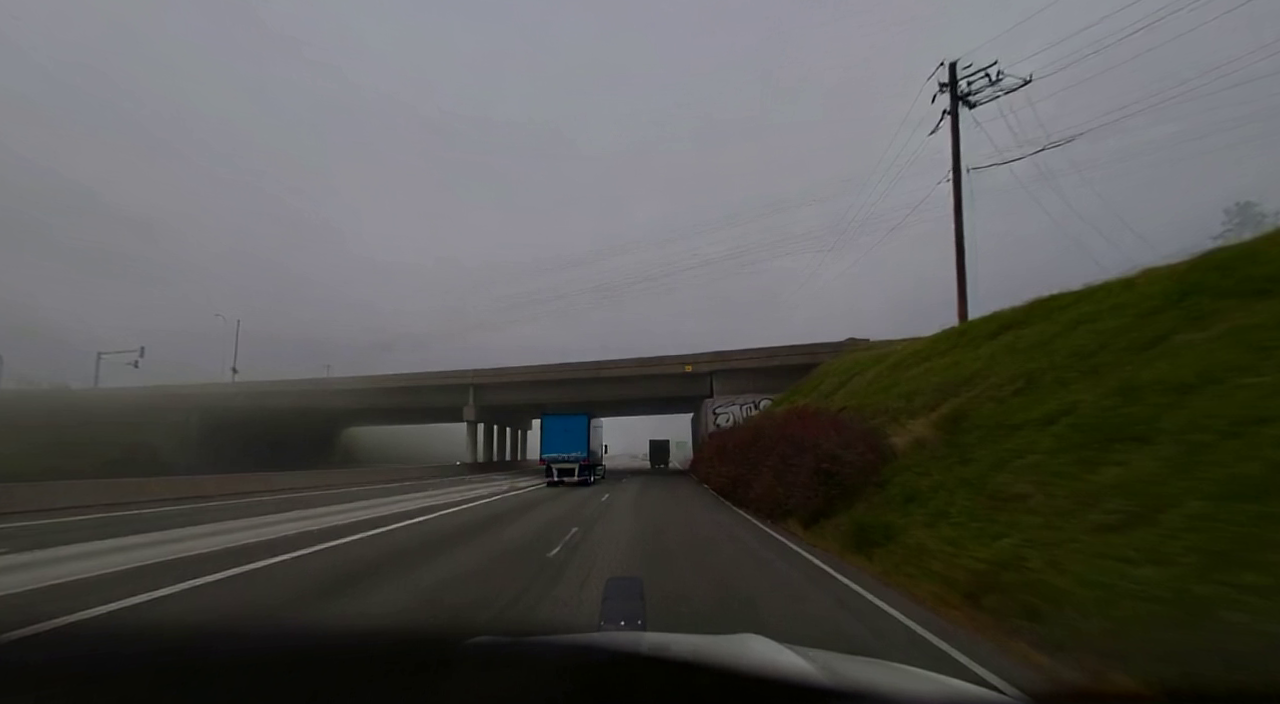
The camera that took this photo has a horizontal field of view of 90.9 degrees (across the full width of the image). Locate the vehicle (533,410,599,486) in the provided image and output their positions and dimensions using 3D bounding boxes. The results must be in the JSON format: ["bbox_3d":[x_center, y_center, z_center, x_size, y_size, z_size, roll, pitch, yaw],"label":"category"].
[{"bbox_3d":[-4.242,5.801,38.192,2.955,4.022,8.842,0,-9,0],"label":"vehicle"}]
